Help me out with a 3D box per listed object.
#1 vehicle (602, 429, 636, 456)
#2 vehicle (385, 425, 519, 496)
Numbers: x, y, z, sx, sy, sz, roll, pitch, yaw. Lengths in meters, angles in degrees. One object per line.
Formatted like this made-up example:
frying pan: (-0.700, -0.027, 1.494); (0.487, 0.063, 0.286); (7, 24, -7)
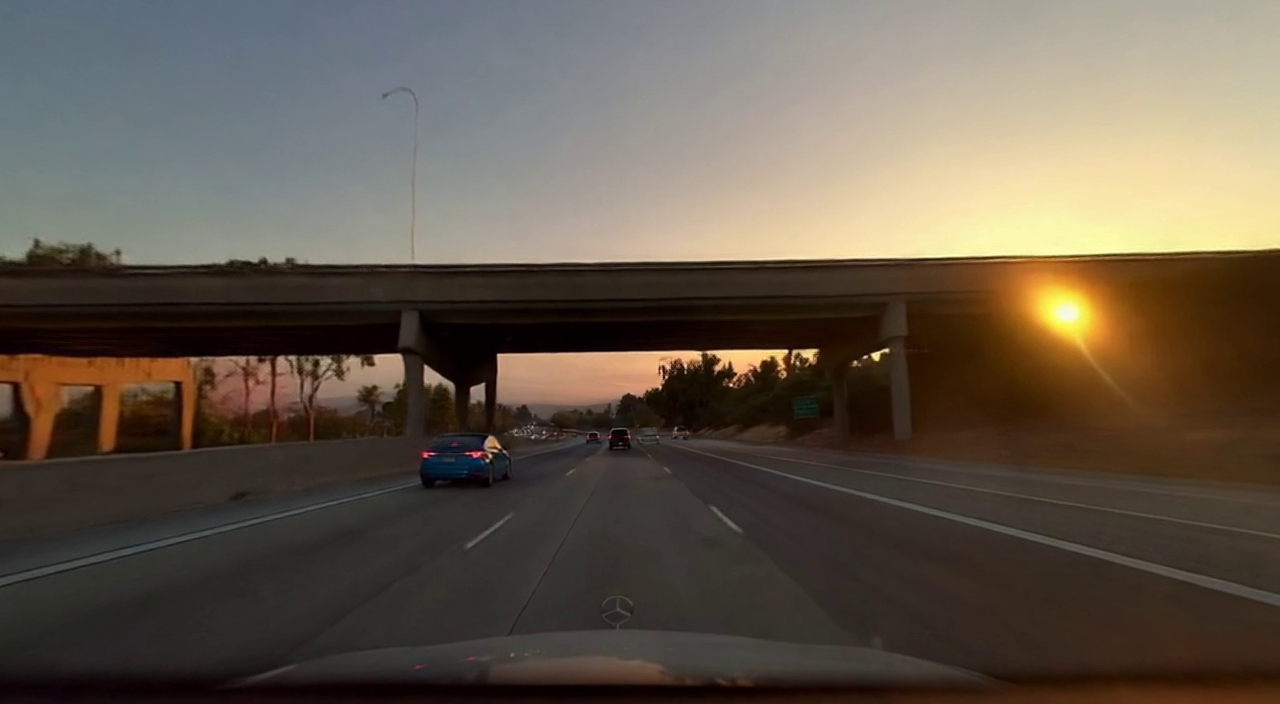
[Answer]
vehicle: (-1.314, 5.938, 41.368); (2.116, 1.625, 4.004); (0, -8, 0)
vehicle: (-4.521, 2.670, 15.952); (2.017, 1.537, 4.496); (0, -8, 0)
